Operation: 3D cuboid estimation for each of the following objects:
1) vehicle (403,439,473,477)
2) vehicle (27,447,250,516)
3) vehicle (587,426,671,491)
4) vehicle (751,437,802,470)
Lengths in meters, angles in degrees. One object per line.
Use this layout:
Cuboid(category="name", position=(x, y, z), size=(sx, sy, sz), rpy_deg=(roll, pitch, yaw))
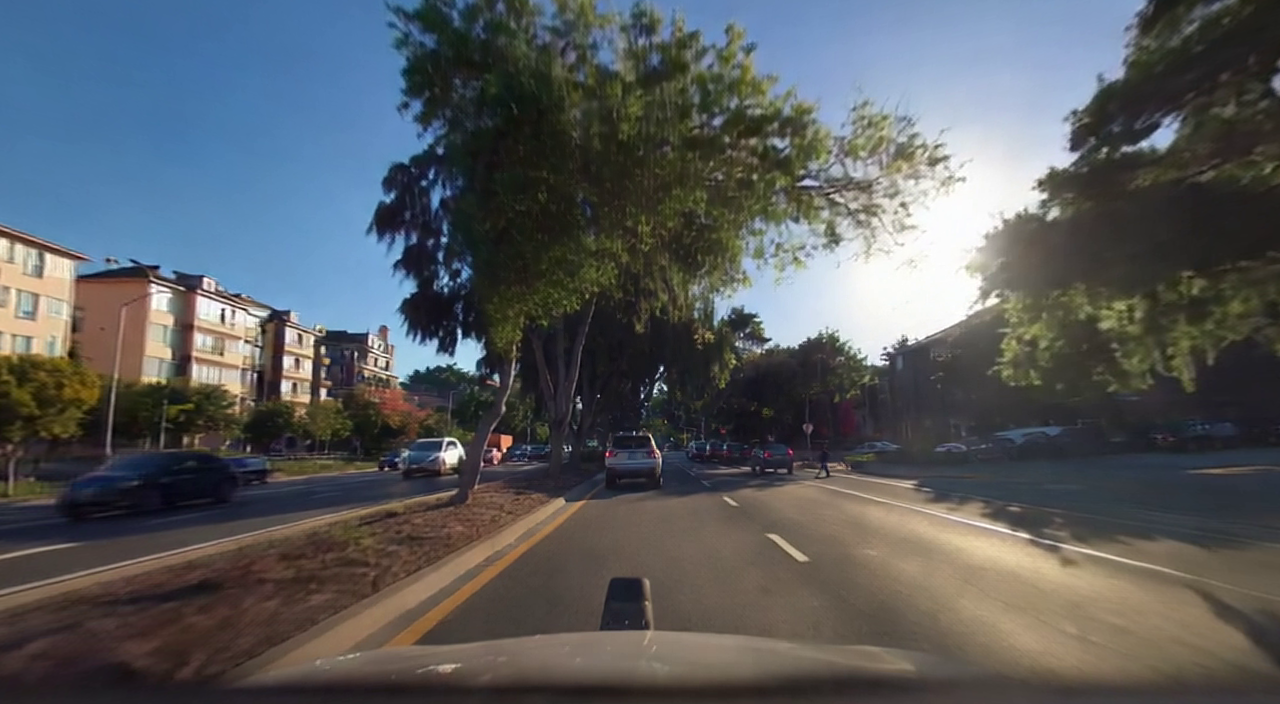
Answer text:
Cuboid(category="vehicle", position=(-10.100, 5.315, 31.880), size=(2.010, 1.760, 4.406), rpy_deg=(-1, -8, 1))
Cuboid(category="vehicle", position=(-13.616, 3.501, 17.657), size=(2.198, 1.550, 4.824), rpy_deg=(-2, -8, 2))
Cuboid(category="vehicle", position=(-0.300, 3.296, 19.814), size=(2.332, 1.798, 4.546), rpy_deg=(0, -8, 0))
Cuboid(category="vehicle", position=(7.642, 5.705, 35.652), size=(1.971, 1.722, 4.341), rpy_deg=(0, -8, 1))
